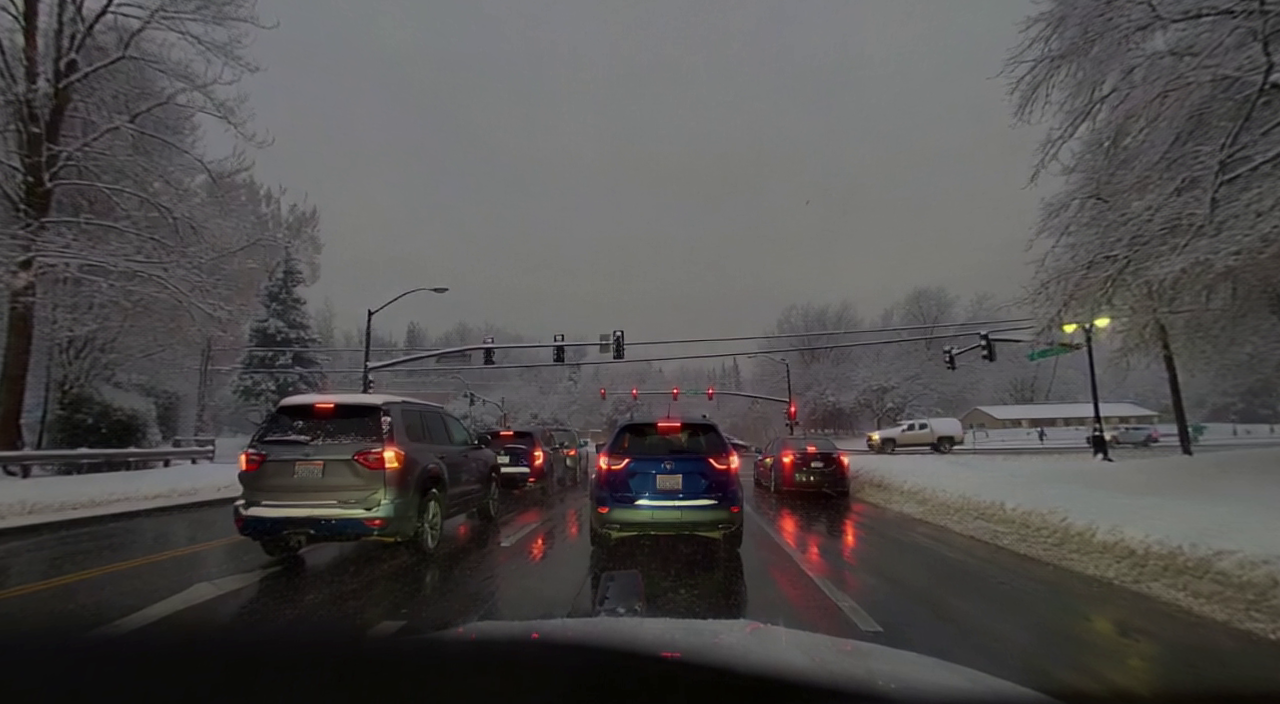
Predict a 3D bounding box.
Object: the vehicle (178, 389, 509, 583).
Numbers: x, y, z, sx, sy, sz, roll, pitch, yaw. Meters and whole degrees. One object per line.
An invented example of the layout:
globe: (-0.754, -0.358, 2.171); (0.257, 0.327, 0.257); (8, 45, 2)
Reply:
vehicle: (-3.247, 1.578, 8.169); (2.085, 1.812, 4.388); (0, -8, 1)

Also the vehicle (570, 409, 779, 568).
vehicle: (0.387, 1.747, 8.769); (2.189, 1.649, 4.171); (0, -8, 1)

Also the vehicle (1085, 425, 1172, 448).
vehicle: (34.963, 6.103, 45.234); (4.632, 1.580, 1.801); (-5, -10, 31)

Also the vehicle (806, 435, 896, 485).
vehicle: (7.410, 3.813, 22.599); (2.067, 1.599, 4.251); (-1, -8, 5)
